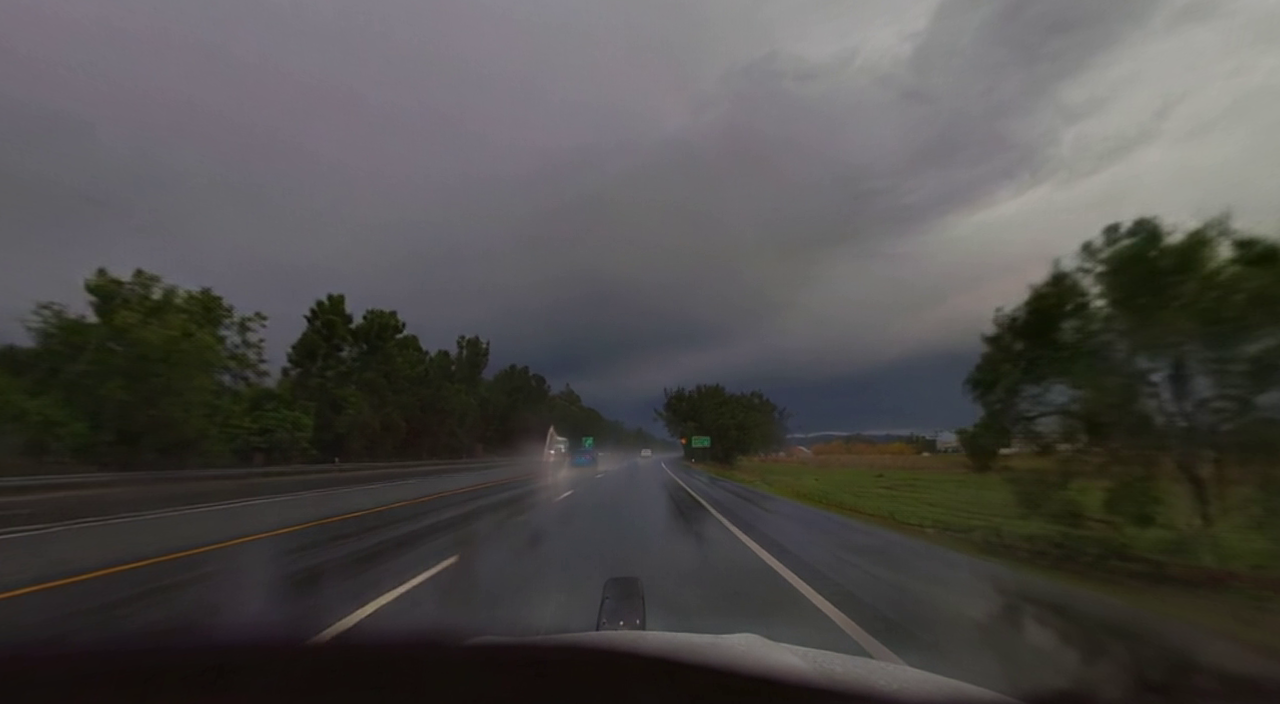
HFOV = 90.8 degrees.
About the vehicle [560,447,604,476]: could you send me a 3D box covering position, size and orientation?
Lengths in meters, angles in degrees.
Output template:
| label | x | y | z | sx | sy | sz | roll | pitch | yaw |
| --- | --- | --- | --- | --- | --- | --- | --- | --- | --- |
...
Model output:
| label | x | y | z | sx | sy | sz | roll | pitch | yaw |
| --- | --- | --- | --- | --- | --- | --- | --- | --- | --- |
| vehicle | -3.377 | 6.447 | 37.304 | 2.088 | 1.586 | 4.000 | 0 | -9 | 2 |
